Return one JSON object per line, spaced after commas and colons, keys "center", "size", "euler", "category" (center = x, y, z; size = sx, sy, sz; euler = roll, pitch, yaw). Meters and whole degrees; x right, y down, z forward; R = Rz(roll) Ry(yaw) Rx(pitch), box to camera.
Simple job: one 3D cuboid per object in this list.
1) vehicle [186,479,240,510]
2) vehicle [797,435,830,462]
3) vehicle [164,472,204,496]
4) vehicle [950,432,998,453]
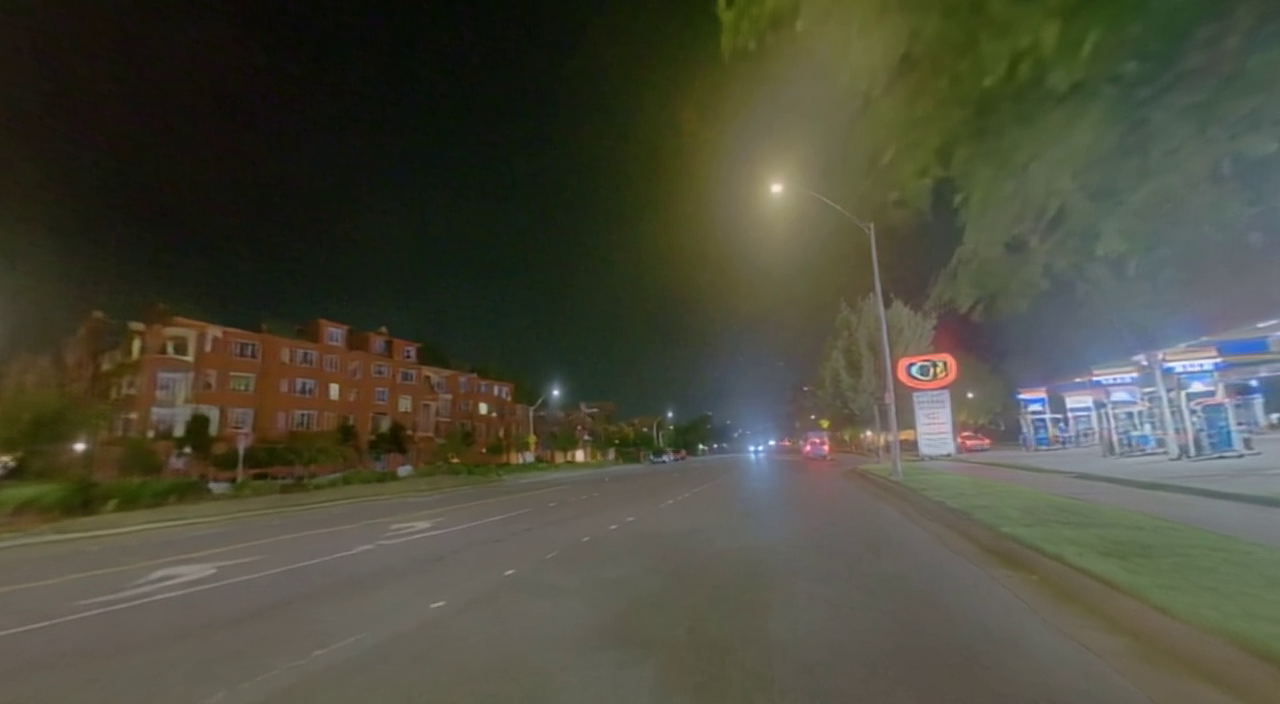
{"center": [-24.405, 8.050, 35.993], "size": [1.837, 1.460, 4.672], "euler": [6, -12, -41], "category": "vehicle"}
{"center": [12.908, 7.207, 47.057], "size": [2.194, 1.896, 5.049], "euler": [-3, -9, 14], "category": "vehicle"}
{"center": [-33.181, 9.566, 45.883], "size": [1.776, 1.507, 3.929], "euler": [8, -12, -42], "category": "vehicle"}
{"center": [23.043, 6.292, 43.754], "size": [1.919, 1.411, 4.440], "euler": [-3, -9, 15], "category": "vehicle"}
